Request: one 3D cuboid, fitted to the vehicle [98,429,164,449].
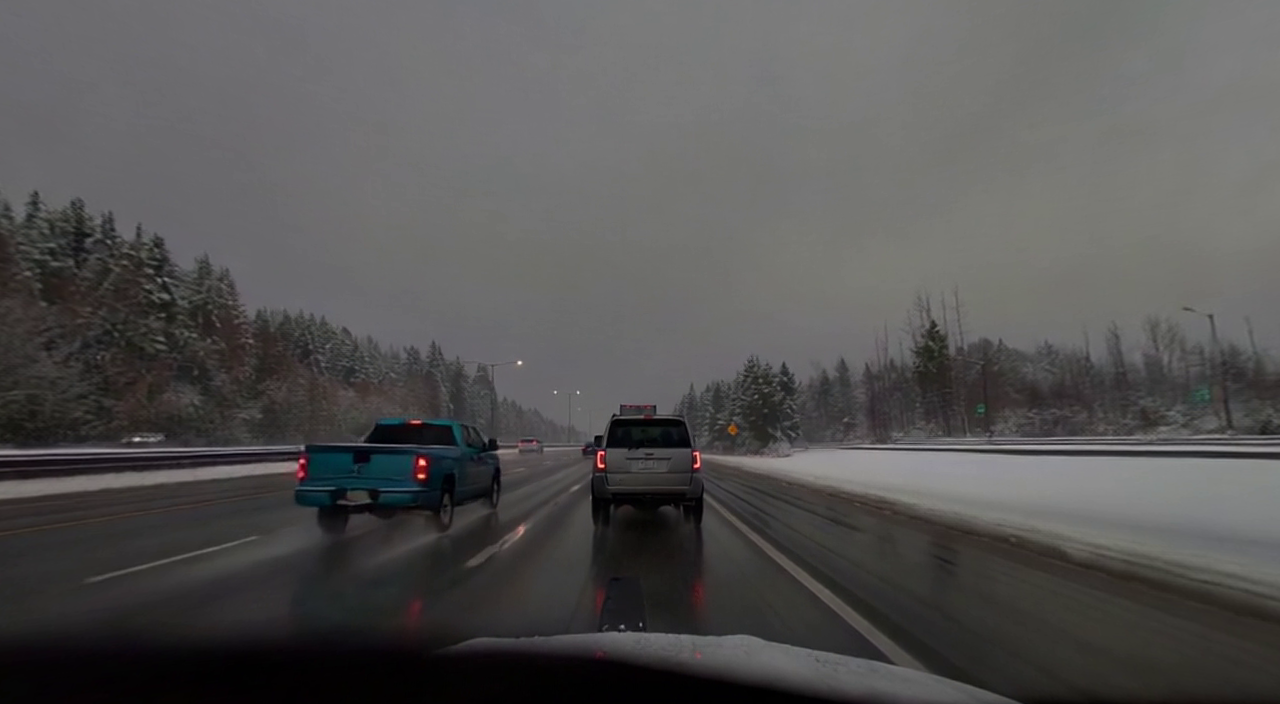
[{"bbox_3d":[-38.081,6.565,47.260,1.842,1.418,3.569,0,-8,2],"label":"vehicle"}]

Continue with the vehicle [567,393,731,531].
[{"bbox_3d":[0.131,1.967,11.736,2.395,2.013,4.734,0,-8,0],"label":"vehicle"}]

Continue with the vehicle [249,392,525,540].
[{"bbox_3d":[-3.898,1.930,11.255,2.486,1.962,5.525,0,-8,2],"label":"vehicle"}]
